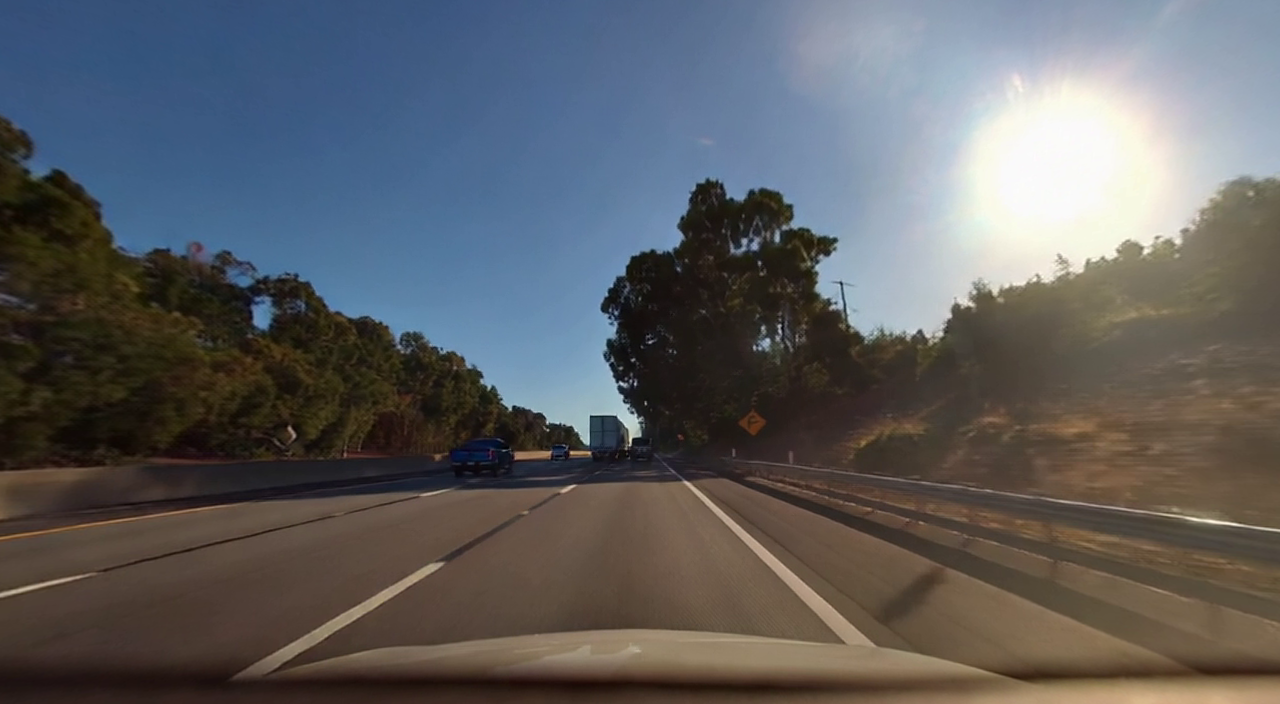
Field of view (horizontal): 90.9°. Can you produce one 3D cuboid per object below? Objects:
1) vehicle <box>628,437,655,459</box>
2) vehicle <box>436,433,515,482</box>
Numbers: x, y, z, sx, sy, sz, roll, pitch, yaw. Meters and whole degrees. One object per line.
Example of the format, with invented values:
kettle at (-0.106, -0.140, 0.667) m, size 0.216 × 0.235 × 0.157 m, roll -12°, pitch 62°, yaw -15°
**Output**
vehicle at (0.123, 7.624, 49.994) m, size 2.072 × 1.630 × 4.529 m, roll 0°, pitch -8°, yaw 0°
vehicle at (-6.982, 4.505, 27.269) m, size 2.149 × 1.884 × 4.627 m, roll 0°, pitch -8°, yaw 0°
